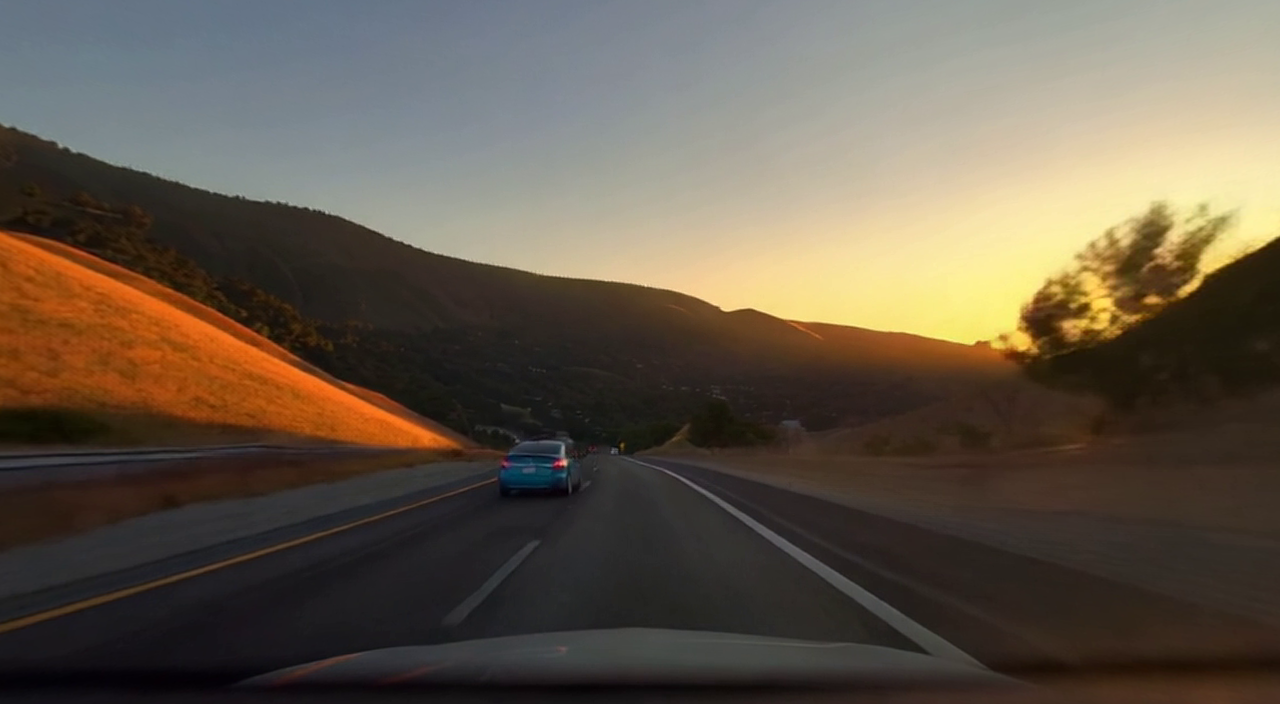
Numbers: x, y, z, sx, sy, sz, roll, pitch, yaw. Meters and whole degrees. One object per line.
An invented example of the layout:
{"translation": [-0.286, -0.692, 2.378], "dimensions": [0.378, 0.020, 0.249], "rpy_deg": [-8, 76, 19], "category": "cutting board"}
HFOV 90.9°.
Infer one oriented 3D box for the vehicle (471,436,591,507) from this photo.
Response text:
{"translation": [-2.540, 2.938, 15.992], "dimensions": [2.097, 1.511, 4.585], "rpy_deg": [0, -8, 2], "category": "vehicle"}
